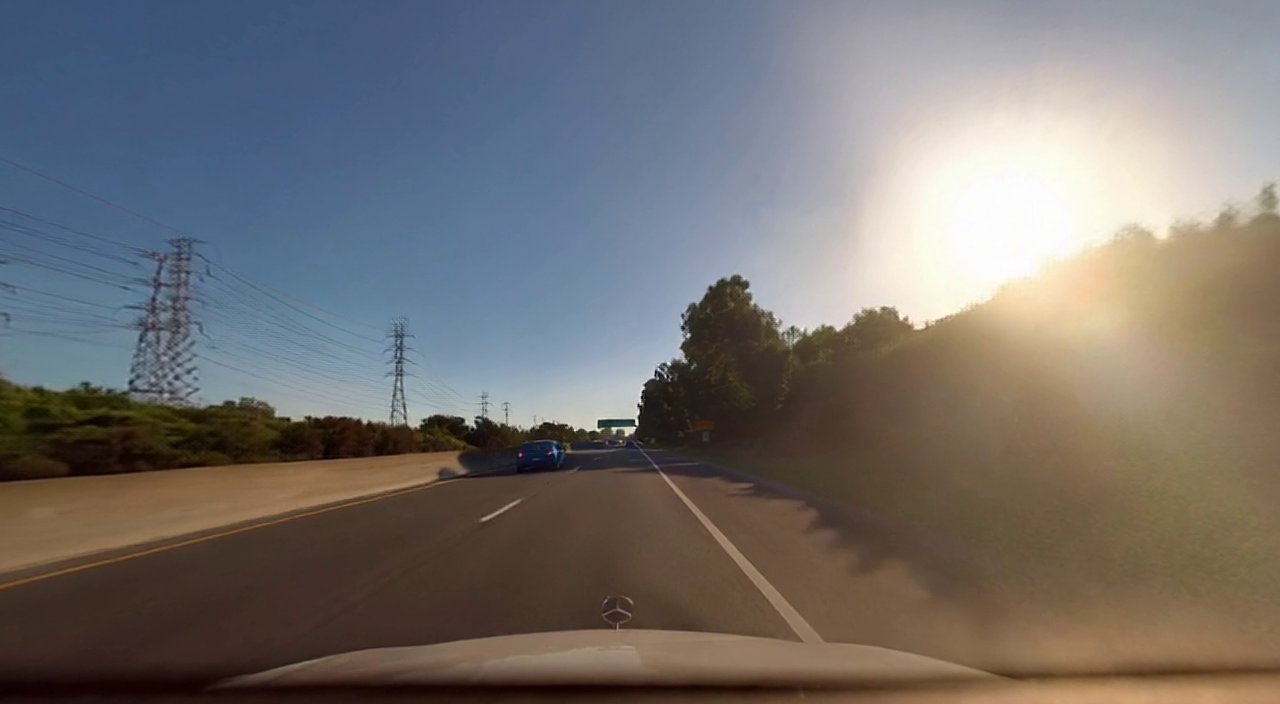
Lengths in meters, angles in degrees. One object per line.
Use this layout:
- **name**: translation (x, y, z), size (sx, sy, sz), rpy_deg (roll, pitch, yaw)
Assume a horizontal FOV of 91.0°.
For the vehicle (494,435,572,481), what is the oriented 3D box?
- **vehicle**: translation (-4.032, 4.064, 24.613), size (2.158, 1.604, 4.679), rpy_deg (0, -8, 1)
